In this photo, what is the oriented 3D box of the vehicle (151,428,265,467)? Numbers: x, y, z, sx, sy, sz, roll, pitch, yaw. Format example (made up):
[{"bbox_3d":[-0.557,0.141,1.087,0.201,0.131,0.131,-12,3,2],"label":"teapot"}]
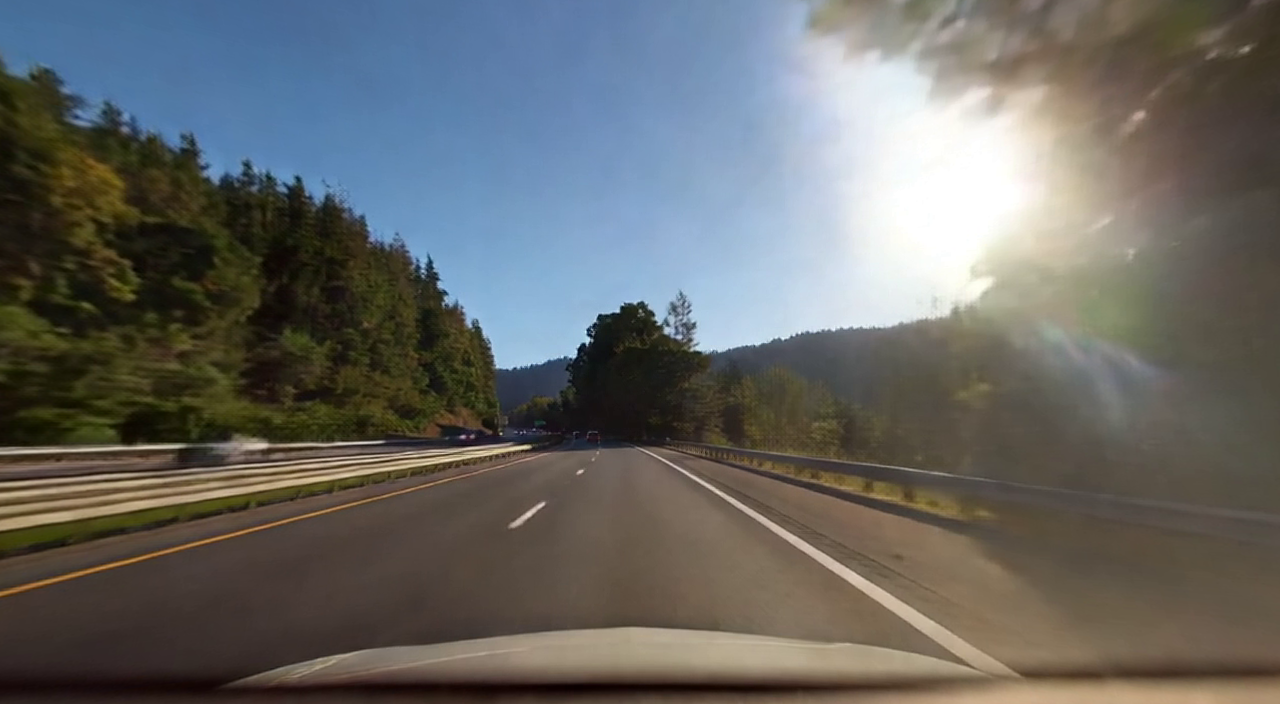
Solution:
[{"bbox_3d":[-17.566,3.883,25.859,1.803,1.450,4.066,0,-8,-1],"label":"vehicle"}]
